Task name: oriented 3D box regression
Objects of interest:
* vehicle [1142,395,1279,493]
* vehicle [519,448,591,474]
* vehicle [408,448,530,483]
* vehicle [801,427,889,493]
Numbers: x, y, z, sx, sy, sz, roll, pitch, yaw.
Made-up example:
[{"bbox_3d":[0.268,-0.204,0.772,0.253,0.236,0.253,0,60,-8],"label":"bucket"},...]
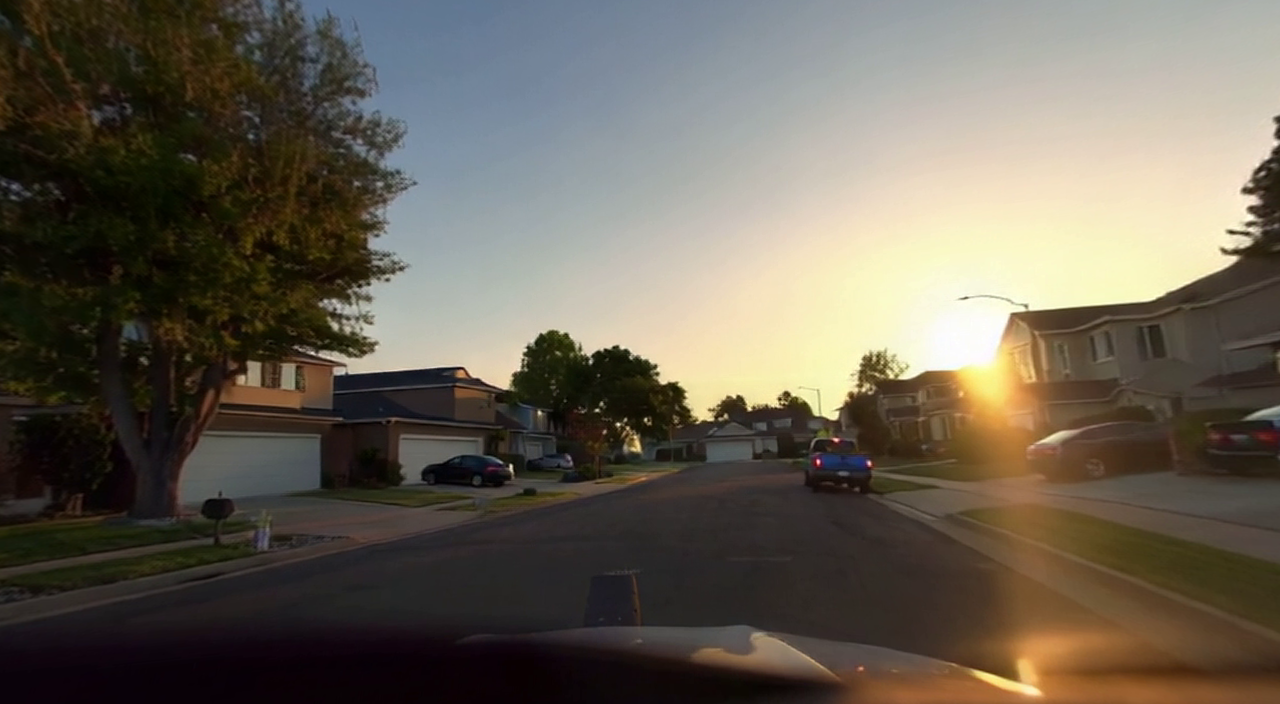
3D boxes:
[{"bbox_3d":[11.304,1.513,10.501,4.055,1.521,1.948,-3,-9,14],"label":"vehicle"},{"bbox_3d":[-5.541,7.120,41.408,4.319,1.605,1.770,-2,-9,9],"label":"vehicle"},{"bbox_3d":[-7.528,5.008,28.002,4.916,1.485,1.807,-2,-9,11],"label":"vehicle"},{"bbox_3d":[7.208,3.805,22.608,2.552,2.024,5.414,-3,-9,16],"label":"vehicle"}]
